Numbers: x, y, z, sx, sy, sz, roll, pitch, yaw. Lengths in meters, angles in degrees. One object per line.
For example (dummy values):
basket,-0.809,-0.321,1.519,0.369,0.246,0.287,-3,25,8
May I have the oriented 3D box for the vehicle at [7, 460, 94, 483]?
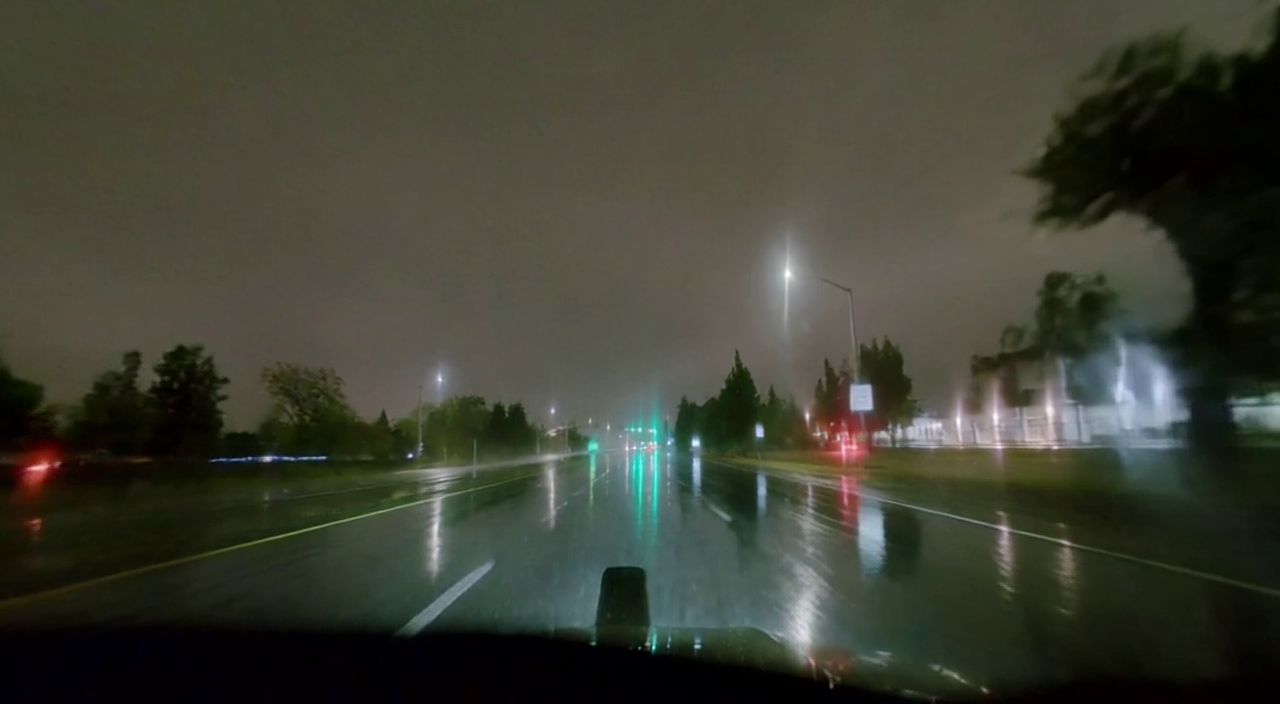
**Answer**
vehicle,-40.868,8.271,43.825,1.802,1.467,4.412,0,-9,0
